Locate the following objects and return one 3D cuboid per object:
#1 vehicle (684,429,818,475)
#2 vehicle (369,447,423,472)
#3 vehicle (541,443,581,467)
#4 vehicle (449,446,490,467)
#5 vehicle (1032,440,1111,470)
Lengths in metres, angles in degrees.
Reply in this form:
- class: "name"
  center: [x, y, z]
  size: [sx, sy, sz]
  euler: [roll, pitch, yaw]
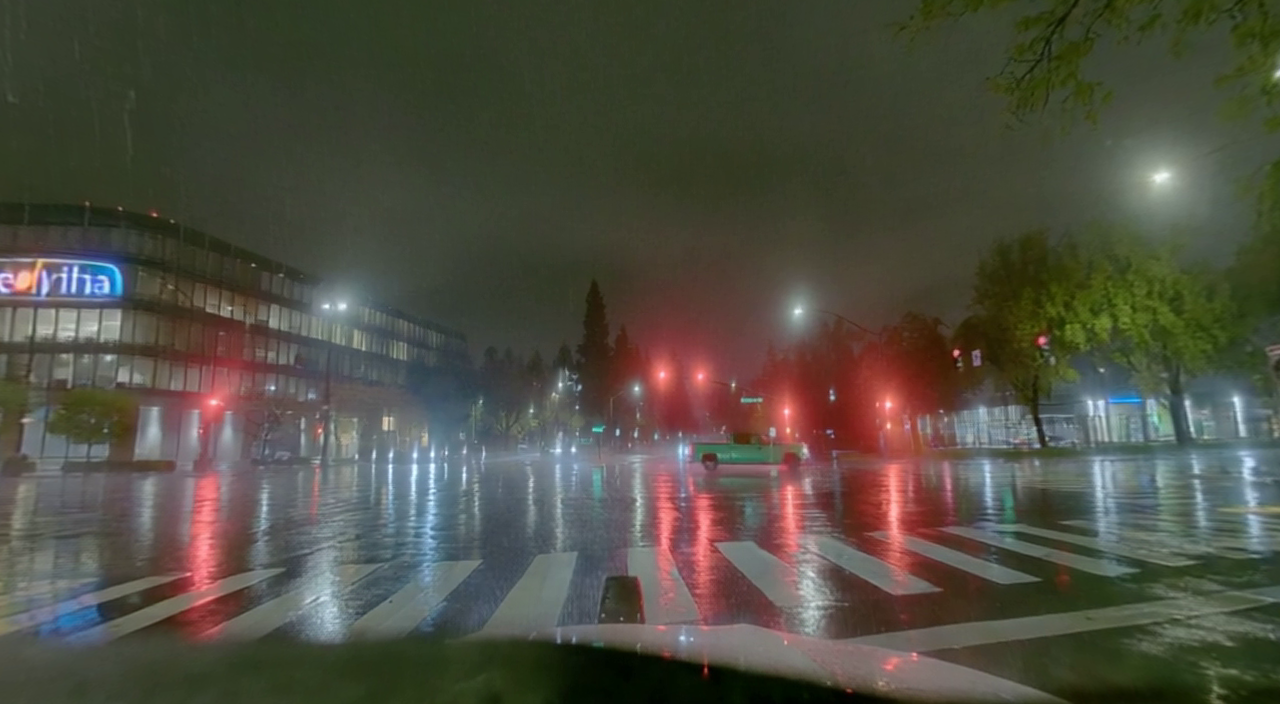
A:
- class: "vehicle"
  center: [5.103, 4.617, 29.288]
  size: [5.667, 1.927, 2.289]
  euler: [-4, -9, 25]
- class: "vehicle"
  center: [-16.245, 7.138, 42.240]
  size: [1.883, 1.586, 4.297]
  euler: [0, -9, 0]
- class: "vehicle"
  center: [-5.338, 6.842, 42.265]
  size: [1.879, 1.464, 4.457]
  euler: [3, -9, -17]
- class: "vehicle"
  center: [-12.611, 7.759, 47.090]
  size: [1.946, 1.474, 4.008]
  euler: [0, -9, 0]
- class: "vehicle"
  center: [26.359, 6.269, 38.551]
  size: [4.541, 1.731, 2.007]
  euler: [5, -10, -28]
